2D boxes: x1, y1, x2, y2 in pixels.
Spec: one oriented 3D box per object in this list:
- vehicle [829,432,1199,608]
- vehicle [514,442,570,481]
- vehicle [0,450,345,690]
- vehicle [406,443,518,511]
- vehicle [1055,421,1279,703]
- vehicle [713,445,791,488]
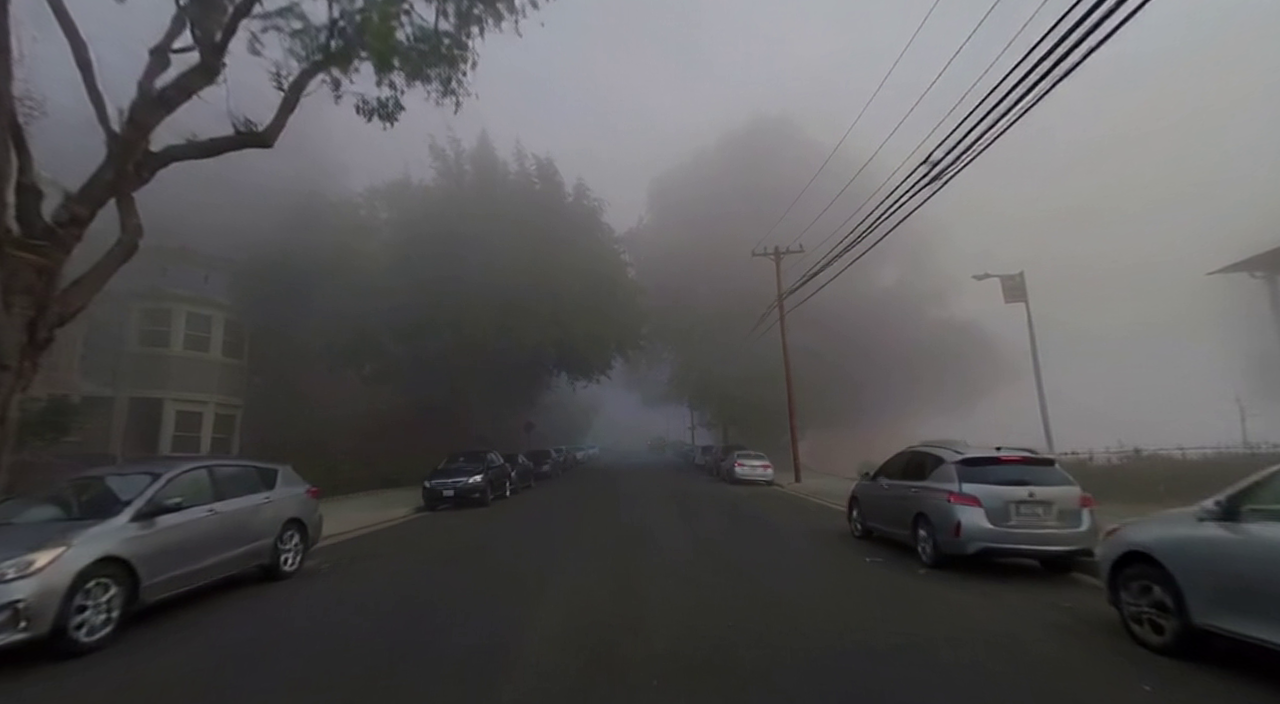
[{"bbox_3d":[4.229,1.958,8.398,2.057,1.511,4.858,3,-9,1],"label":"vehicle"},{"bbox_3d":[-5.218,5.916,34.503,2.184,1.958,5.757,0,-9,0],"label":"vehicle"},{"bbox_3d":[-5.144,1.760,6.357,2.109,1.501,4.522,0,-9,1],"label":"vehicle"},{"bbox_3d":[-5.044,3.566,18.597,2.032,1.716,4.382,0,-9,0],"label":"vehicle"},{"bbox_3d":[4.442,1.133,3.146,1.864,1.592,4.221,0,-9,0],"label":"vehicle"},{"bbox_3d":[4.312,4.484,25.110,2.174,1.504,4.809,0,-9,0],"label":"vehicle"}]
